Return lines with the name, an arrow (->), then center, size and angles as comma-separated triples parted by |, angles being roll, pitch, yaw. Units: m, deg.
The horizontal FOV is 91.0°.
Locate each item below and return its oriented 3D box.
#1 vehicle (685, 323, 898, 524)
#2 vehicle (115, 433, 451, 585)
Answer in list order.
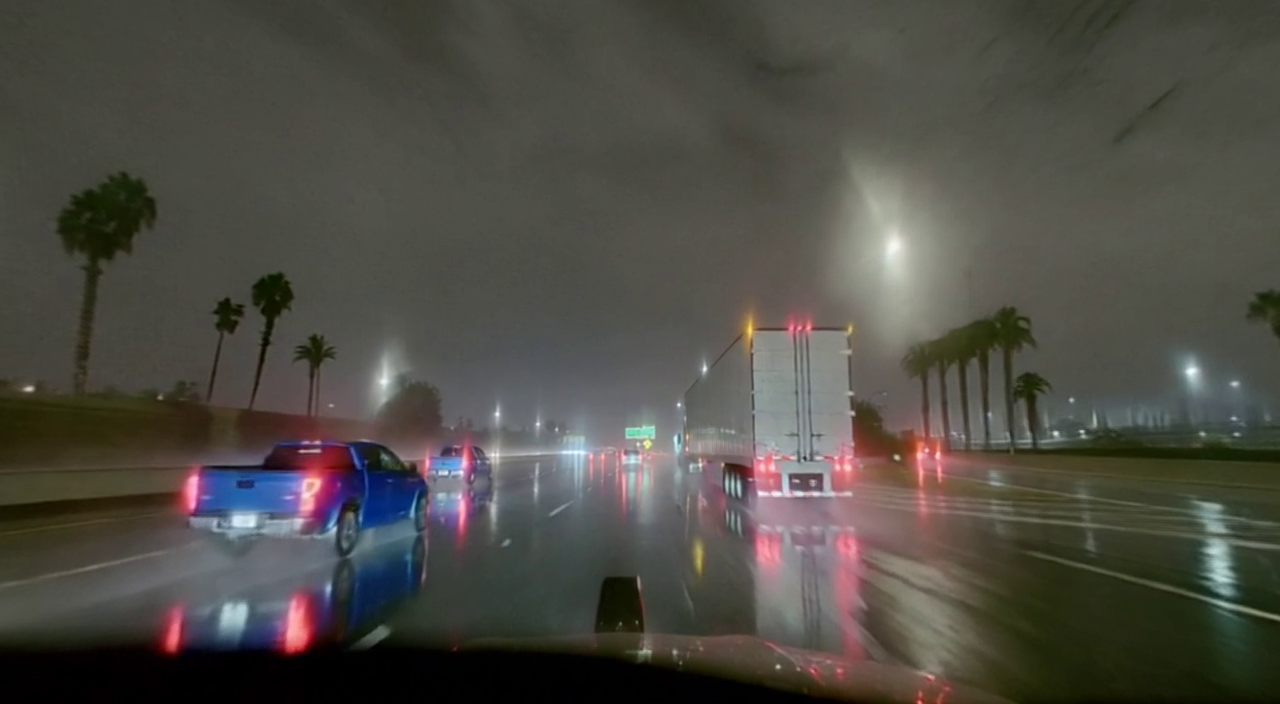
vehicle -> 3.664, 2.651, 21.124 | 2.891, 4.123, 16.415 | 0, -9, -1
vehicle -> -4.289, 1.922, 8.572 | 2.120, 1.537, 4.139 | 0, -9, 0
